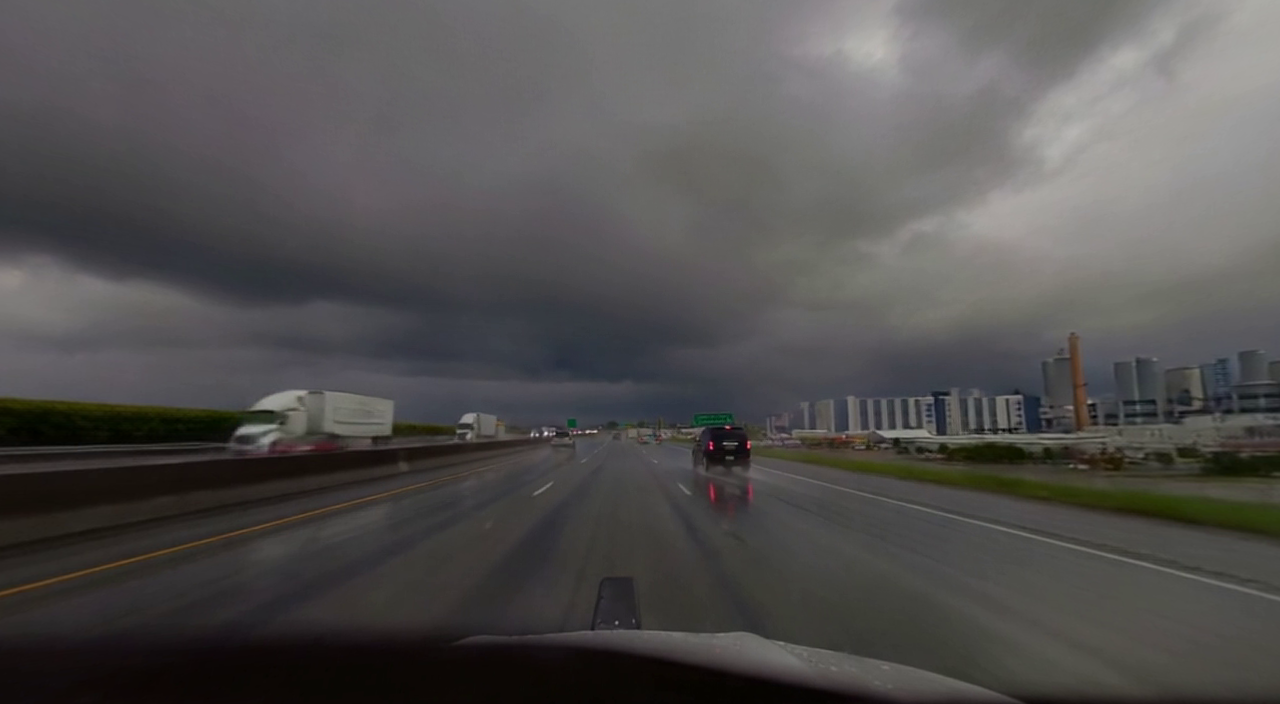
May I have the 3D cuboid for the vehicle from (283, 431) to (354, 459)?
[{"bbox_3d":[-17.312,5.005,34.119,1.885,1.441,3.879,0,-8,-1],"label":"vehicle"}]

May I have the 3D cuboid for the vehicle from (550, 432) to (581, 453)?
[{"bbox_3d":[-5.657,6.935,48.458,1.996,1.518,4.229,0,-8,-2],"label":"vehicle"}]

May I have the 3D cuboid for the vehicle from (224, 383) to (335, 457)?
[{"bbox_3d":[-21.023,4.099,37.221,3.007,3.981,5.933,0,-8,-2],"label":"vehicle"}]

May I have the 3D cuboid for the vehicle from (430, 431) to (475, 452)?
[{"bbox_3d":[-14.053,6.725,47.527,2.037,1.495,4.668,0,-8,-1],"label":"vehicle"}]

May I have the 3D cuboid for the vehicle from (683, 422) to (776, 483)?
[{"bbox_3d":[2.582,3.014,19.218,2.022,1.637,4.229,0,-8,-3],"label":"vehicle"}]
